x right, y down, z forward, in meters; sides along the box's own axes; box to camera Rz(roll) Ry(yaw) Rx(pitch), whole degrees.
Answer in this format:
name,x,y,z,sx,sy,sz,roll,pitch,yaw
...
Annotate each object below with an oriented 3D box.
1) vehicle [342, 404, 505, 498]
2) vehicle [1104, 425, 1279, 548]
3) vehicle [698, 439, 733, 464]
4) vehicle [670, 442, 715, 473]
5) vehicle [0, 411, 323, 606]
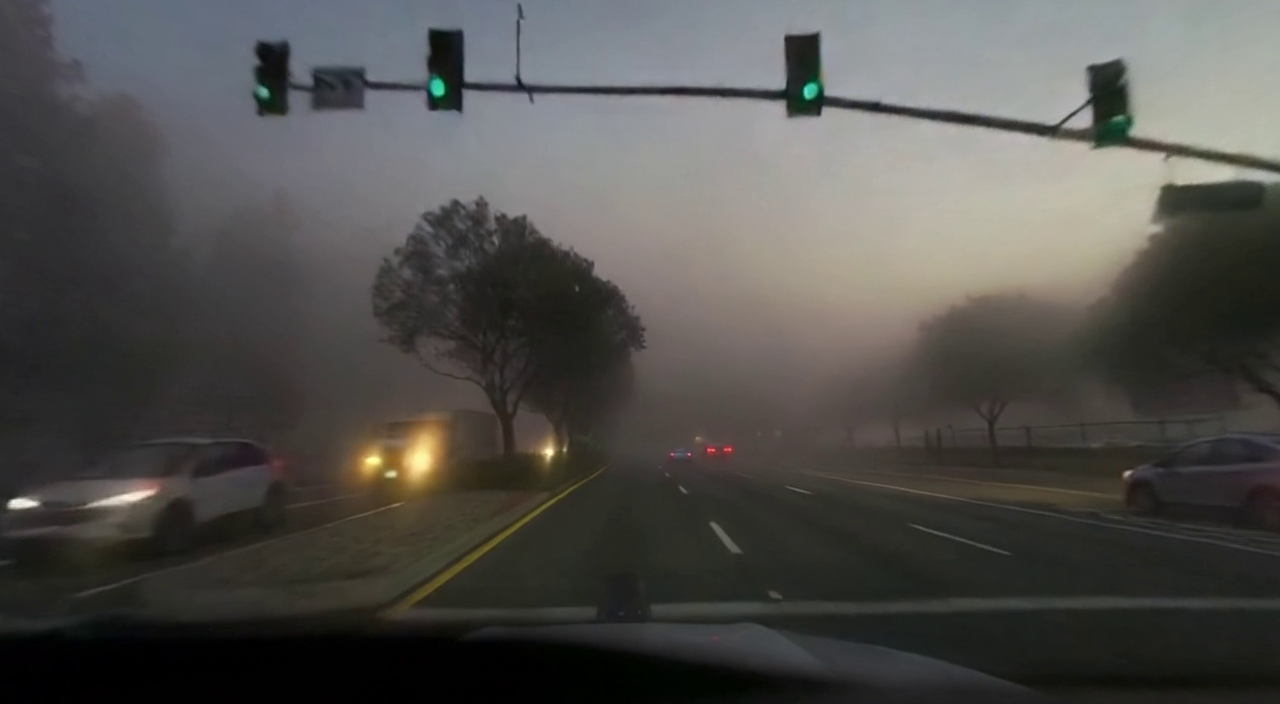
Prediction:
name,x,y,z,sx,sy,sz,roll,pitch,yaw
vehicle,-5.697,2.752,17.771,2.425,2.167,5.888,0,-8,1
vehicle,9.398,1.918,9.274,1.798,1.621,4.304,0,-8,-1
vehicle,5.712,7.584,48.224,1.946,1.773,4.641,0,-8,-2
vehicle,2.766,5.688,34.275,1.917,1.538,4.259,0,-8,-2
vehicle,-5.659,1.588,7.170,1.986,1.502,4.224,-4,-8,0
